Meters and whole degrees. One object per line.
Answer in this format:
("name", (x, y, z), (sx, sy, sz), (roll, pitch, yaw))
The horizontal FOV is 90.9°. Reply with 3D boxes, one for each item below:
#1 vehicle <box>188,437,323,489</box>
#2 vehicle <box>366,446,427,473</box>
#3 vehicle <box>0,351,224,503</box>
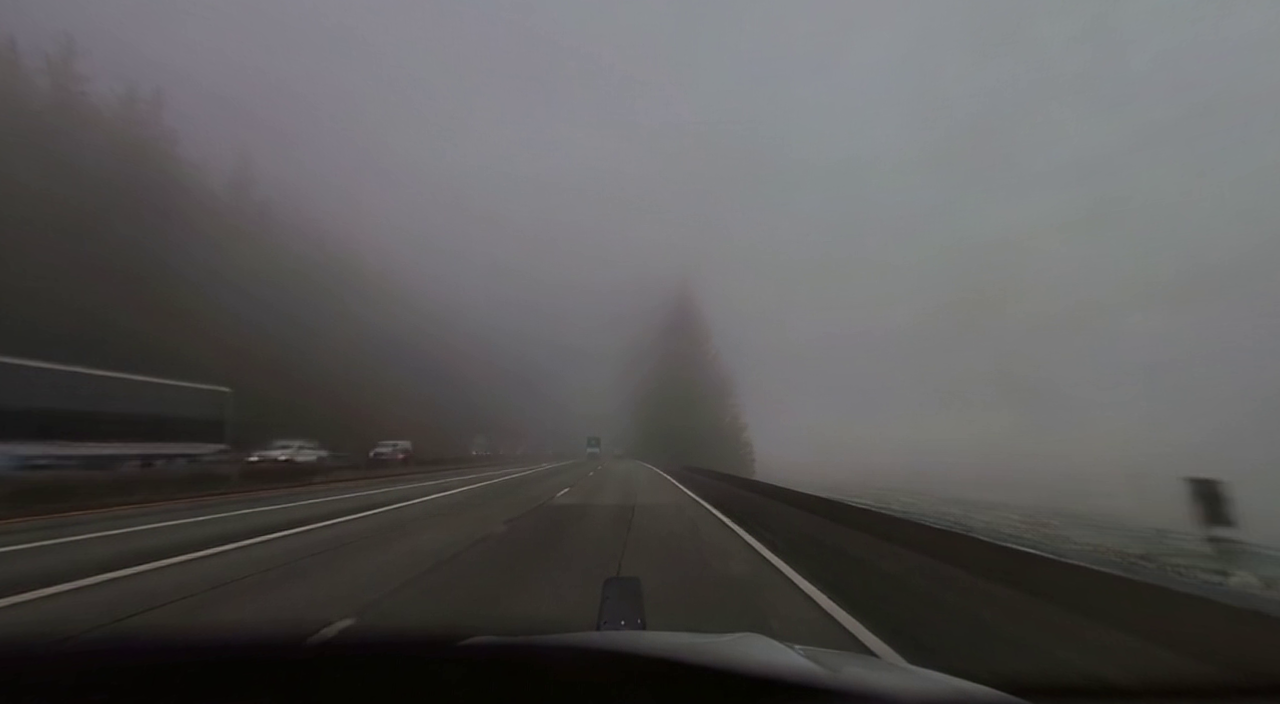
("vehicle", (-14.162, 4.109, 23.609), (2.037, 1.711, 4.611), (0, -9, 1))
("vehicle", (-14.314, 6.328, 37.333), (1.846, 1.517, 4.301), (0, -9, 0))
("vehicle", (-19.053, 2.315, 19.076), (2.936, 4.098, 14.293), (2, -9, 1))
